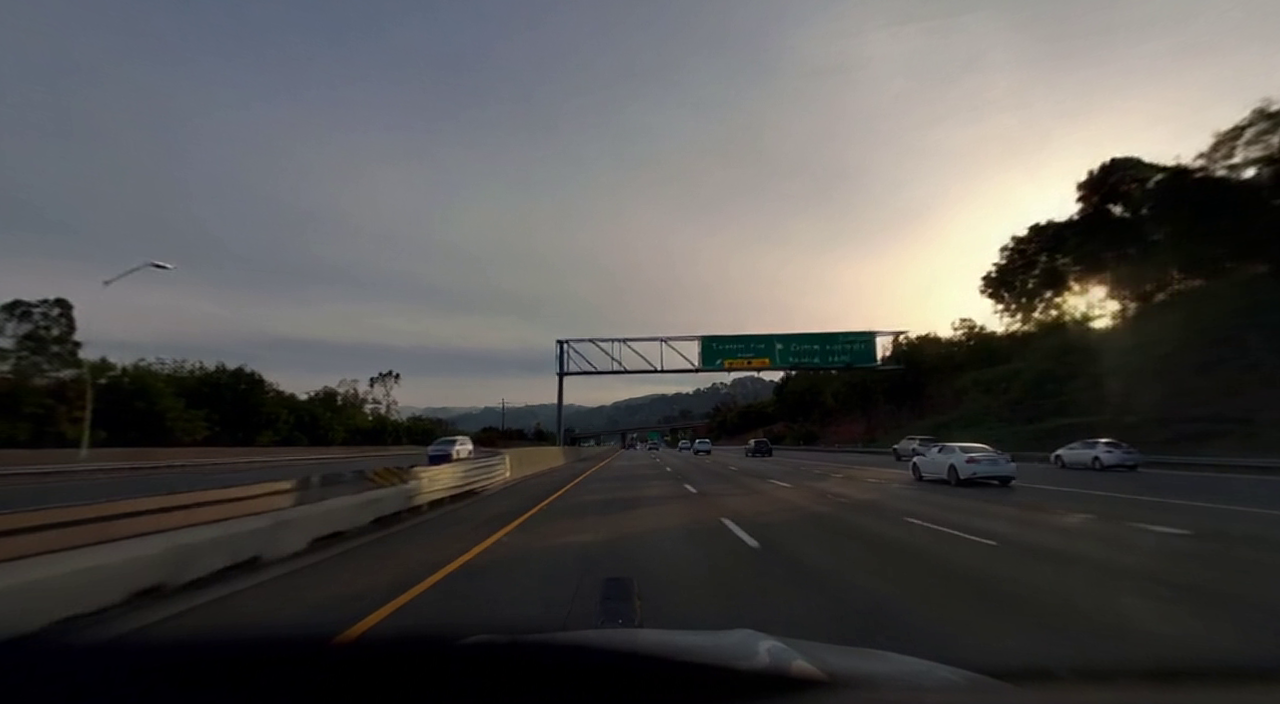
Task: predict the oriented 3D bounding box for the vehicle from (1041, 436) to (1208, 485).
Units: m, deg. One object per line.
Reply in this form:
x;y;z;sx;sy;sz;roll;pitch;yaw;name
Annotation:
16.568;3.718;22.013;1.936;1.498;4.883;0;-8;0;vehicle

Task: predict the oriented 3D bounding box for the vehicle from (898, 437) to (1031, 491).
9.644;3.344;19.200;1.836;1.418;4.132;0;-8;0;vehicle

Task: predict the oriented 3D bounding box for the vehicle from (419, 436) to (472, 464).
-12.574;6.339;41.102;1.989;1.694;4.081;2;-8;1;vehicle
